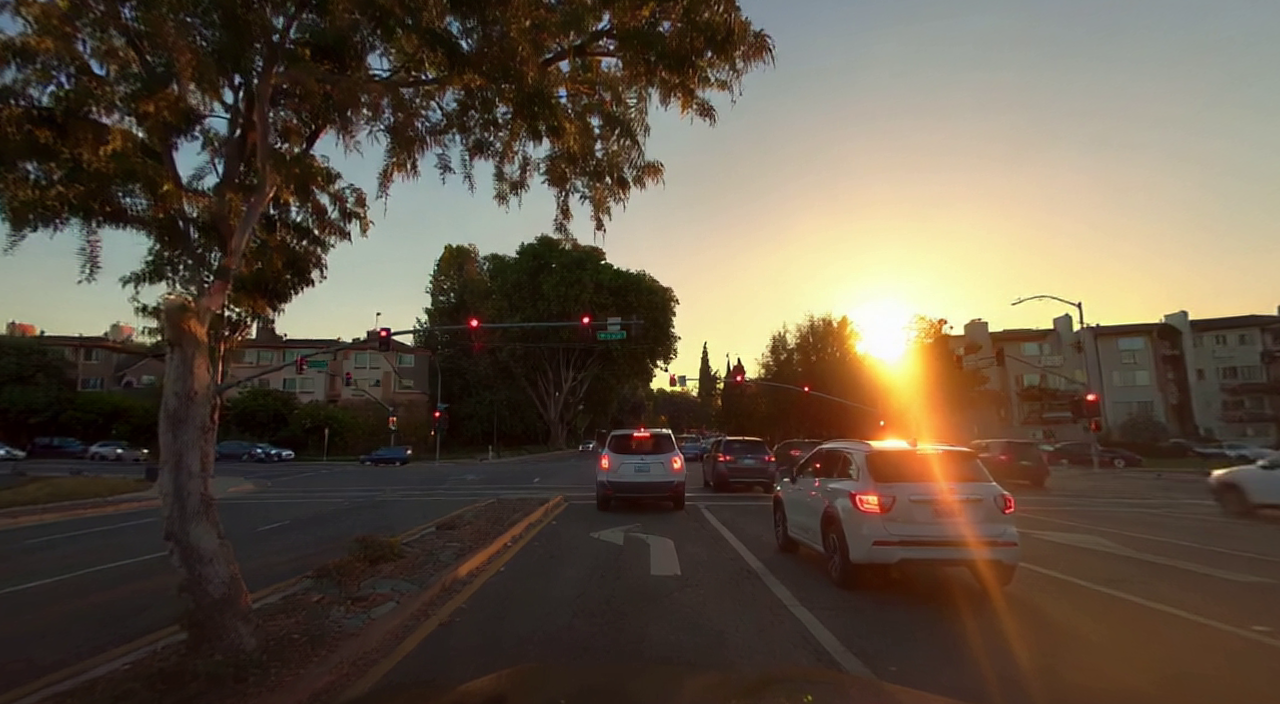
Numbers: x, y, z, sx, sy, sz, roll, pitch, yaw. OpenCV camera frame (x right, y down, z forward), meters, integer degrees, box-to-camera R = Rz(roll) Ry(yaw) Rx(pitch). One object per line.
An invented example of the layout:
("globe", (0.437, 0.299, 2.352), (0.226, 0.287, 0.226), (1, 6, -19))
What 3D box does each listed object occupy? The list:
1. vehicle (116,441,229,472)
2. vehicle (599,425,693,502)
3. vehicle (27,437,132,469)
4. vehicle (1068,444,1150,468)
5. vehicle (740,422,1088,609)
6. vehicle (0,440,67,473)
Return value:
("vehicle", (-26.341, 5.883, 35.634), (4.724, 1.630, 1.968), (0, -8, -3))
("vehicle", (0.073, 2.788, 16.158), (2.099, 1.705, 4.020), (0, -8, -2))
("vehicle", (-36.855, 6.628, 41.532), (4.771, 1.778, 2.032), (3, -8, -2))
("vehicle", (33.098, 7.360, 44.520), (4.215, 1.618, 1.949), (0, -8, -2))
("vehicle", (2.553, 1.642, 7.323), (2.009, 1.480, 4.423), (0, -8, -1))
("vehicle", (-35.041, 5.778, 34.937), (4.465, 1.693, 1.959), (2, -9, -1))
